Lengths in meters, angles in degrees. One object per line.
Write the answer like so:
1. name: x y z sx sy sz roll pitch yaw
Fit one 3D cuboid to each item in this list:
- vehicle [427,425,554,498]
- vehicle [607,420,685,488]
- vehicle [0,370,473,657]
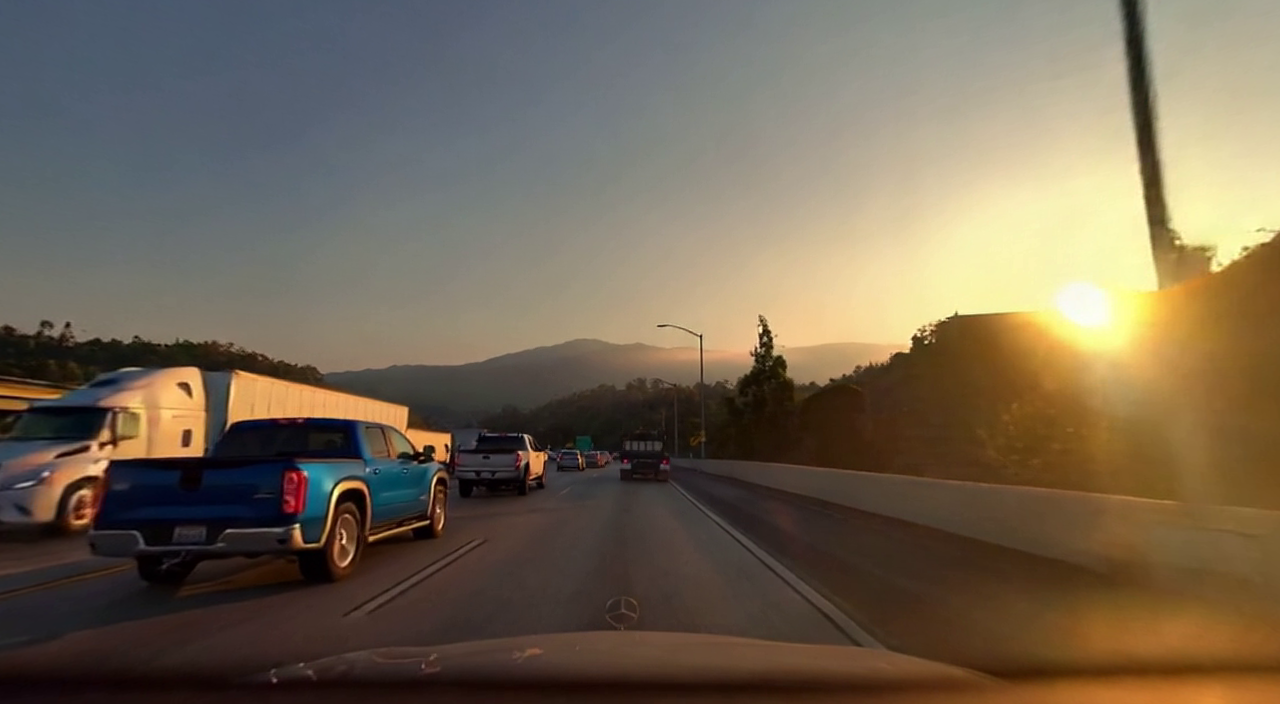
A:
1. vehicle: -4.436 3.402 20.002 2.575 1.958 5.730 -1 -9 1
2. vehicle: 0.066 4.373 27.365 2.886 2.471 7.692 0 -9 -2
3. vehicle: -3.632 1.421 6.673 2.303 1.835 5.044 -1 -9 1
